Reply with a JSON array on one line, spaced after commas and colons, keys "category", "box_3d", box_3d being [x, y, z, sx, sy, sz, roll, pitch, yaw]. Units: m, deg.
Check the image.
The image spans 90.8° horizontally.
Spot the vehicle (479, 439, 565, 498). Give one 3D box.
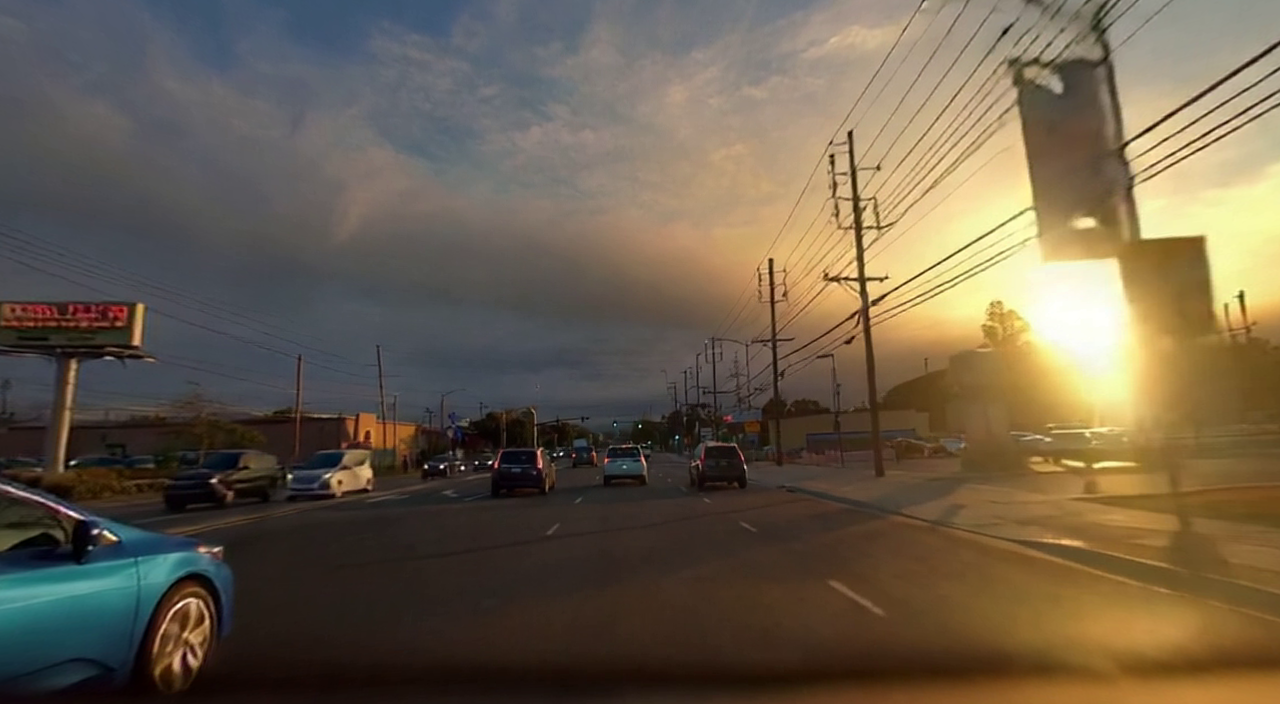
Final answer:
[{"category": "vehicle", "box_3d": [-3.671, 3.706, 20.433, 2.051, 1.671, 3.861, 0, -9, 0]}]

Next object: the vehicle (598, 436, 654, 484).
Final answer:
[{"category": "vehicle", "box_3d": [-0.641, 4.781, 28.149, 2.326, 1.925, 4.253, 0, -9, -2]}]

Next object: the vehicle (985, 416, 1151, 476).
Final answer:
[{"category": "vehicle", "box_3d": [16.117, 3.652, 24.393, 2.409, 1.981, 5.809, -2, -9, 1]}]

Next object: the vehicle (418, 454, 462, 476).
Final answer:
[{"category": "vehicle", "box_3d": [-15.490, 8.759, 49.139, 1.986, 1.553, 4.640, 0, -9, -1]}]

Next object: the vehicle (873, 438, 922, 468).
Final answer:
[{"category": "vehicle", "box_3d": [14.781, 5.777, 36.117, 1.990, 1.597, 4.475, -5, -10, 29]}]

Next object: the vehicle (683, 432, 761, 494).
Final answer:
[{"category": "vehicle", "box_3d": [2.722, 3.812, 21.967, 2.026, 1.904, 4.102, 0, -9, -2]}]

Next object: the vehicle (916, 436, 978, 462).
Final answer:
[{"category": "vehicle", "box_3d": [19.266, 6.120, 39.821, 1.883, 1.499, 4.403, -1, -9, 3]}]

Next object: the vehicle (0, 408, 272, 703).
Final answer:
[{"category": "vehicle", "box_3d": [-3.397, 0.887, 1.812, 2.022, 1.498, 4.471, 0, -9, -1]}]

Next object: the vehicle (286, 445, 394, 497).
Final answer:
[{"category": "vehicle", "box_3d": [-11.297, 4.493, 24.211, 2.016, 1.773, 4.433, 0, -9, -2]}]
